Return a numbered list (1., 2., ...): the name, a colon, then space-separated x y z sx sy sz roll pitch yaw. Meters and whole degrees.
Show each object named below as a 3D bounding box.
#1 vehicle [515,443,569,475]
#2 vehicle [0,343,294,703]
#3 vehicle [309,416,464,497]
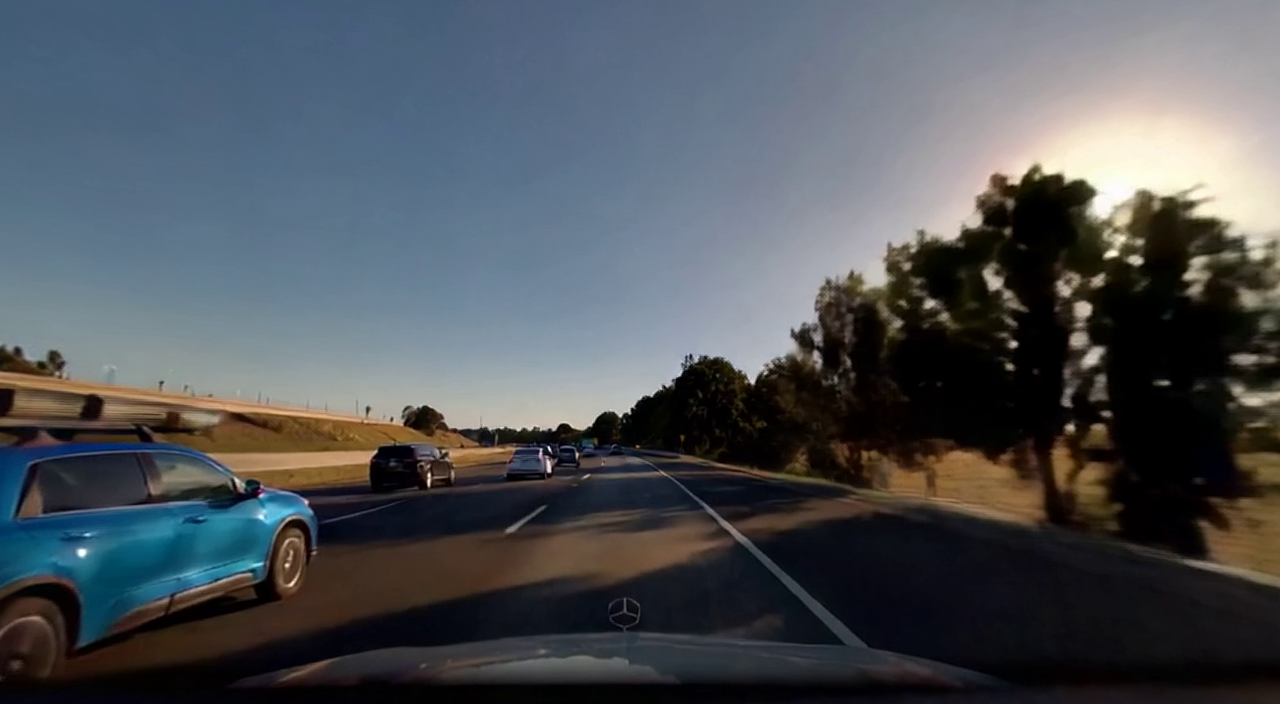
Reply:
1. vehicle: -4.927 5.468 32.274 2.012 1.509 4.359 0 -9 0
2. vehicle: -4.038 0.840 2.664 2.200 1.807 5.041 0 -9 1
3. vehicle: -8.007 3.411 20.826 2.594 2.254 6.028 0 -9 0
